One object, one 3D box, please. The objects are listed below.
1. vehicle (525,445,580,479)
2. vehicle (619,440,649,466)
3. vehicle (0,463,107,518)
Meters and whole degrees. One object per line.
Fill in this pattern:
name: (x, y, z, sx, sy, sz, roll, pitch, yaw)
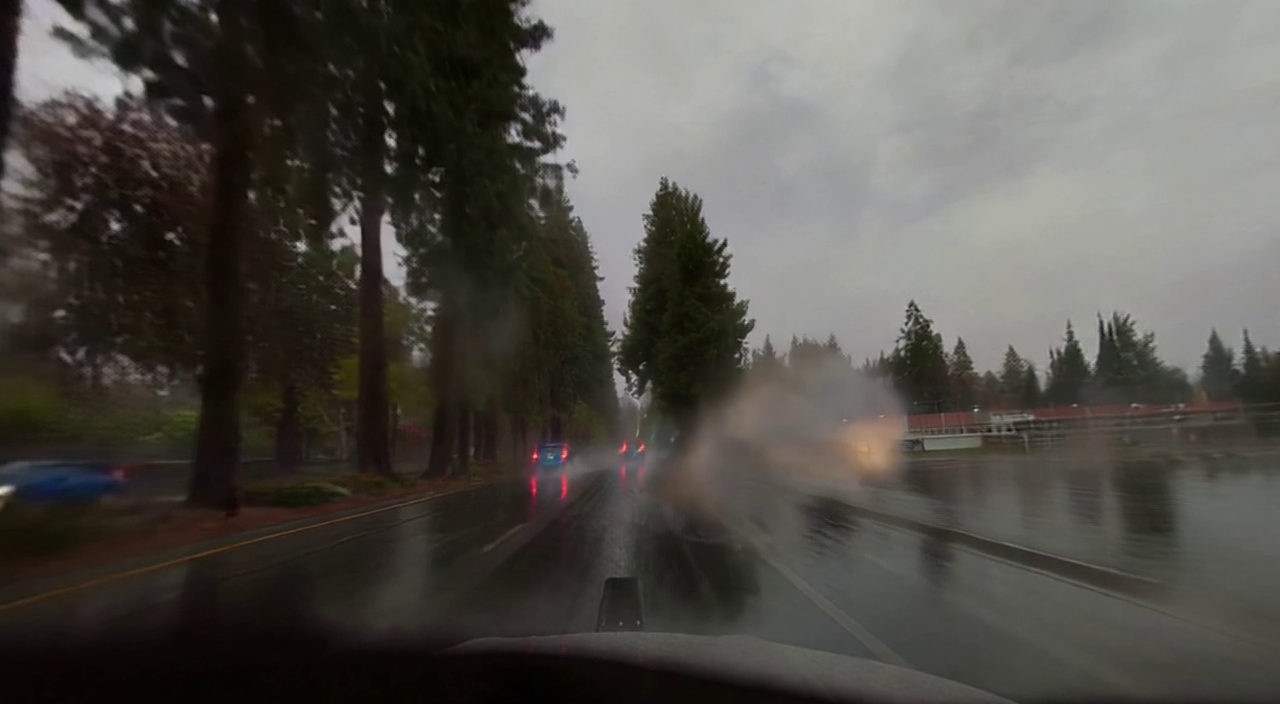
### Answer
vehicle: (-3.942, 5.006, 29.056, 1.917, 1.448, 4.178, 0, -8, 0)
vehicle: (-0.436, 7.283, 45.738, 2.018, 1.769, 3.897, 0, -8, -1)
vehicle: (-19.920, 4.362, 20.082, 1.872, 1.479, 4.643, 0, -8, 0)
